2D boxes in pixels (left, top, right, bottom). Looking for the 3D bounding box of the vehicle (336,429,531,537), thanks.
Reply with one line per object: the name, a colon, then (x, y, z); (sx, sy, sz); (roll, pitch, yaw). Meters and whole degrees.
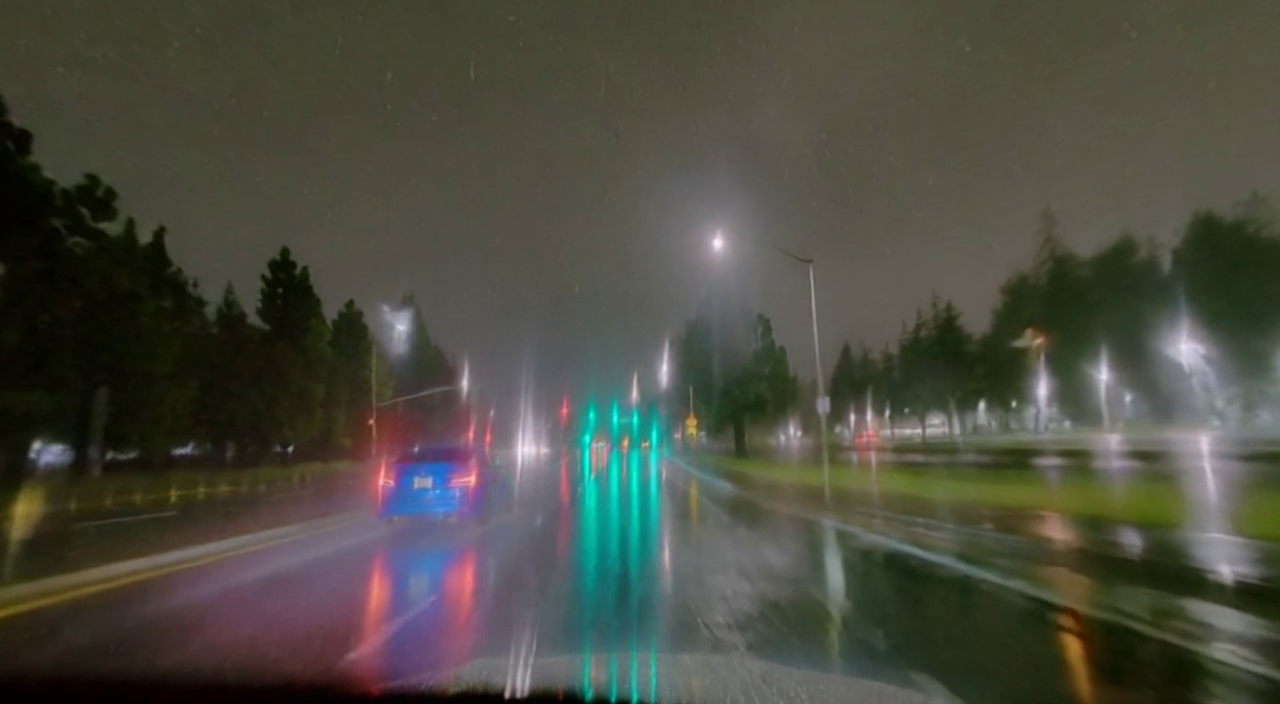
vehicle: (-3.214, 2.111, 10.831); (1.964, 1.472, 4.078); (0, -8, 0)
